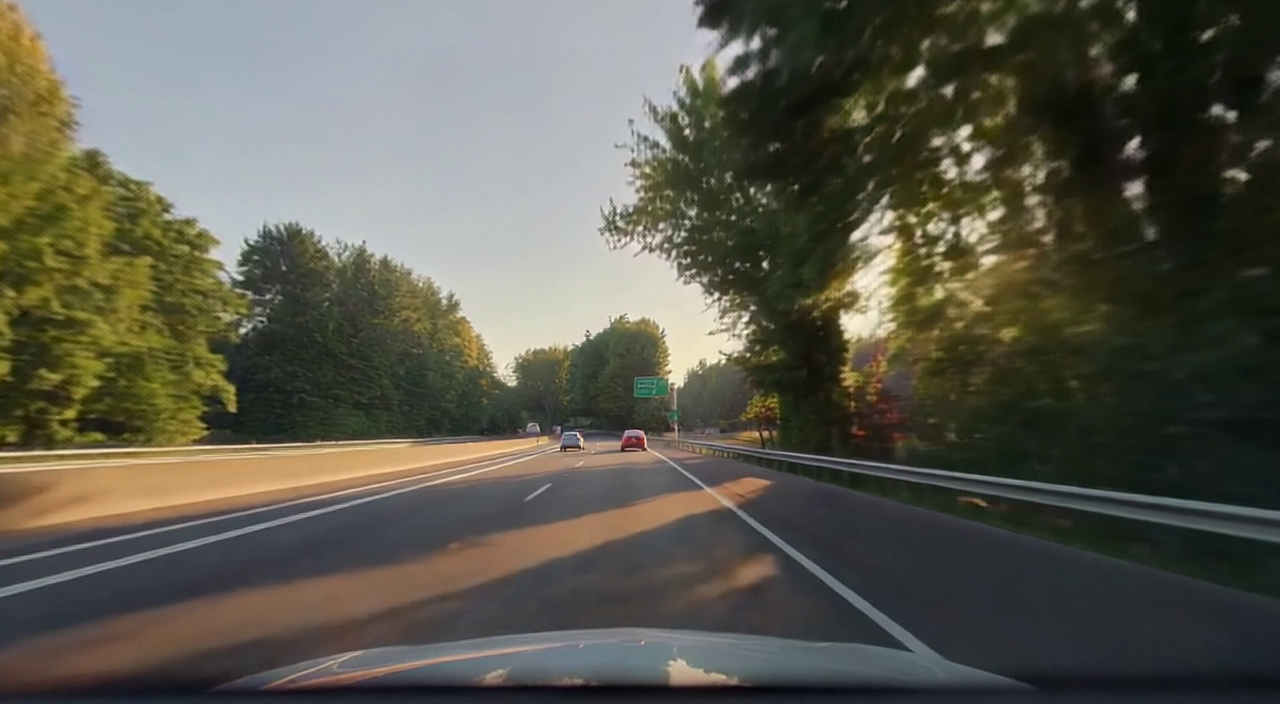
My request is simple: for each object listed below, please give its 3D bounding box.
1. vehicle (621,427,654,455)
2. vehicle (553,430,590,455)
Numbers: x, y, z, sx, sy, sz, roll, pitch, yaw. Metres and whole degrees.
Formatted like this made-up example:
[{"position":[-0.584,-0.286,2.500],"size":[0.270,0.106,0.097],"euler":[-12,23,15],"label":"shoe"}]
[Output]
[{"position":[-0.210,6.052,42.905],"size":[2.170,1.790,4.490],"euler":[0,-8,-1],"label":"vehicle"},{"position":[-4.542,6.082,42.475],"size":[2.055,1.610,4.116],"euler":[0,-8,0],"label":"vehicle"}]
